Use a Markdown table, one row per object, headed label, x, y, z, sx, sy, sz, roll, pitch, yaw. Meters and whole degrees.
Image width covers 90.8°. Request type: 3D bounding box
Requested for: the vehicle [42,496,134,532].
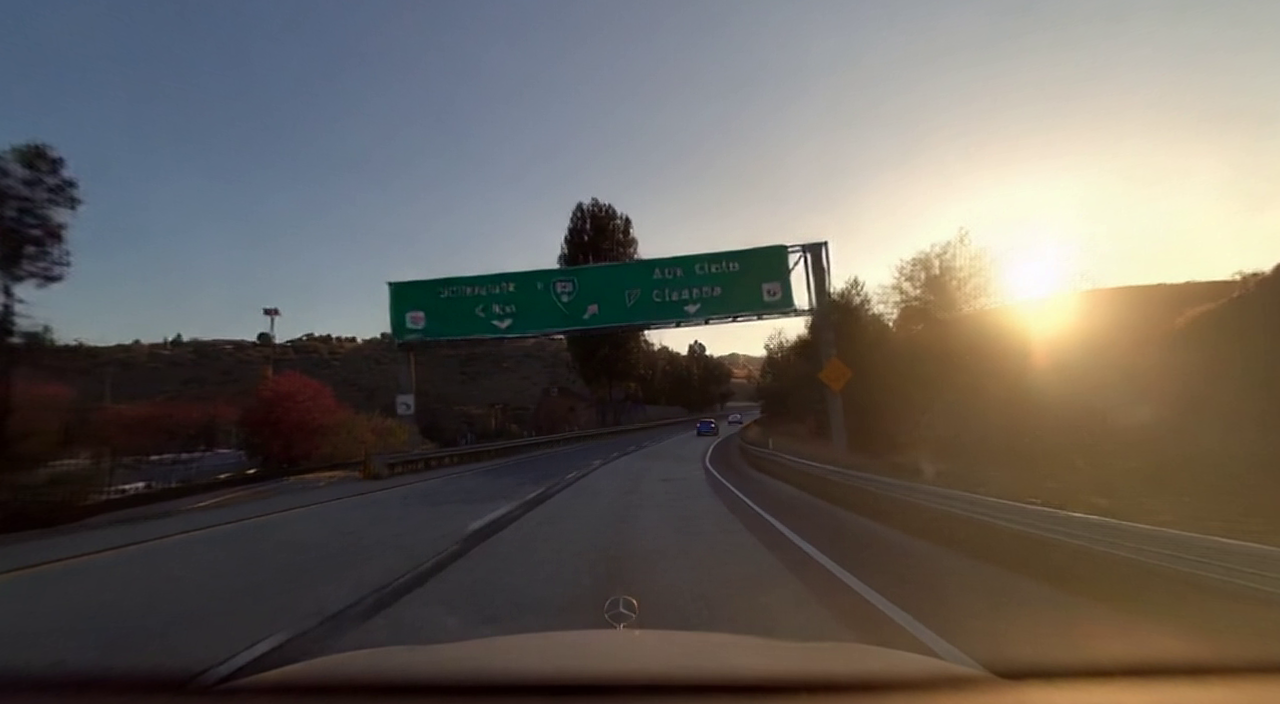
| label | x | y | z | sx | sy | sz | roll | pitch | yaw |
| --- | --- | --- | --- | --- | --- | --- | --- | --- | --- |
| vehicle | -35.252 | 10.333 | 40.538 | 1.996 | 1.752 | 4.503 | -1 | -9 | -3 |
